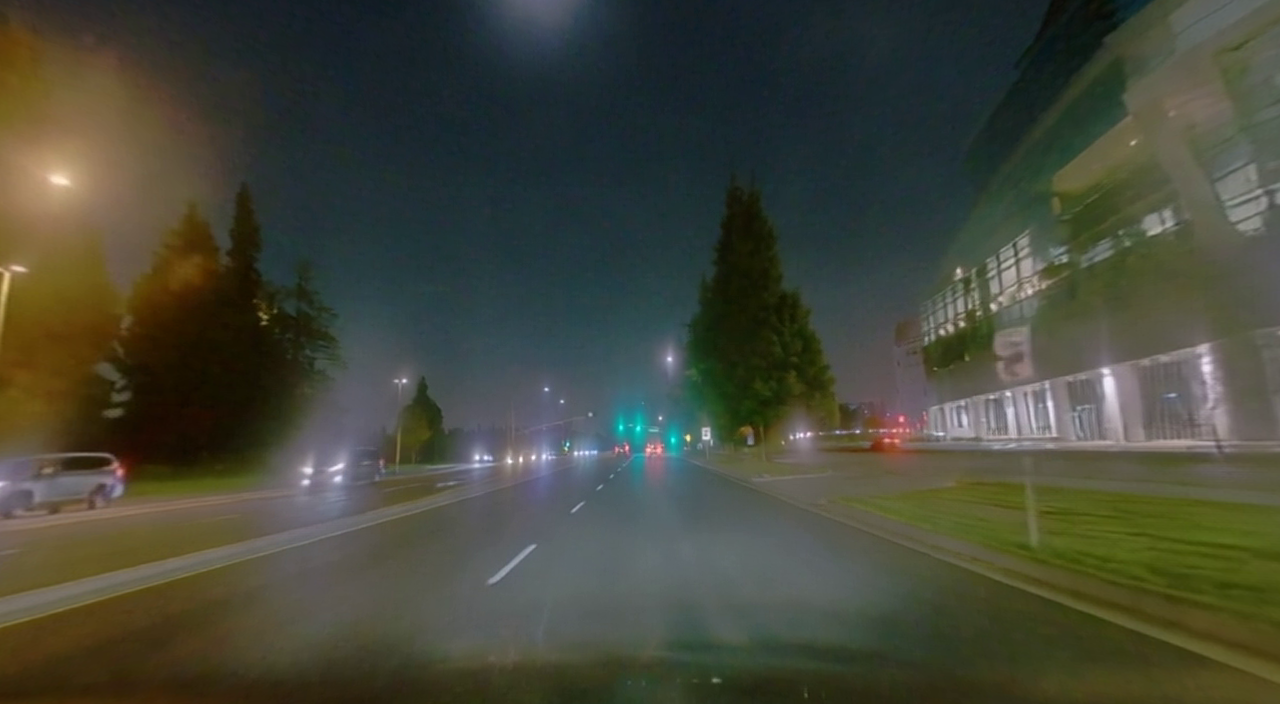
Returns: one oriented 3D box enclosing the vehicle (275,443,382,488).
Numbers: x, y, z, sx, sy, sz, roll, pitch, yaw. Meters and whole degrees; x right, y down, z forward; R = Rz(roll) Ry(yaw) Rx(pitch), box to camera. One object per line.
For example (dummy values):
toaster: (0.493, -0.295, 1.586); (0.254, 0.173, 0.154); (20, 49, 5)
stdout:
vehicle: (-13.410, 4.885, 27.424); (2.145, 1.754, 4.777); (0, -8, 1)

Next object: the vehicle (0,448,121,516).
vehicle: (-17.316, 3.594, 17.406); (1.998, 1.724, 4.486); (-3, -9, 0)
